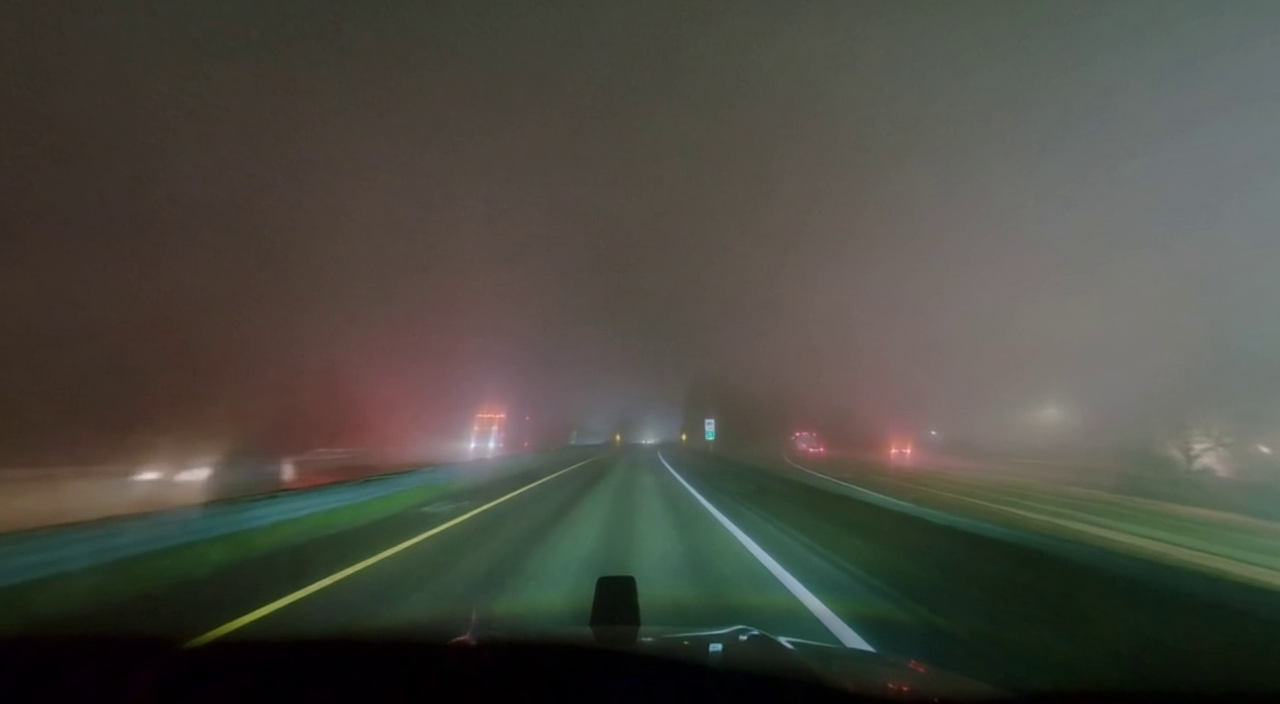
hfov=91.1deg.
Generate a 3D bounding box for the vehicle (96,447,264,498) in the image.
[{"bbox_3d":[-15.131,3.946,21.156,2.001,1.466,4.916,0,-8,-1],"label":"vehicle"}]
